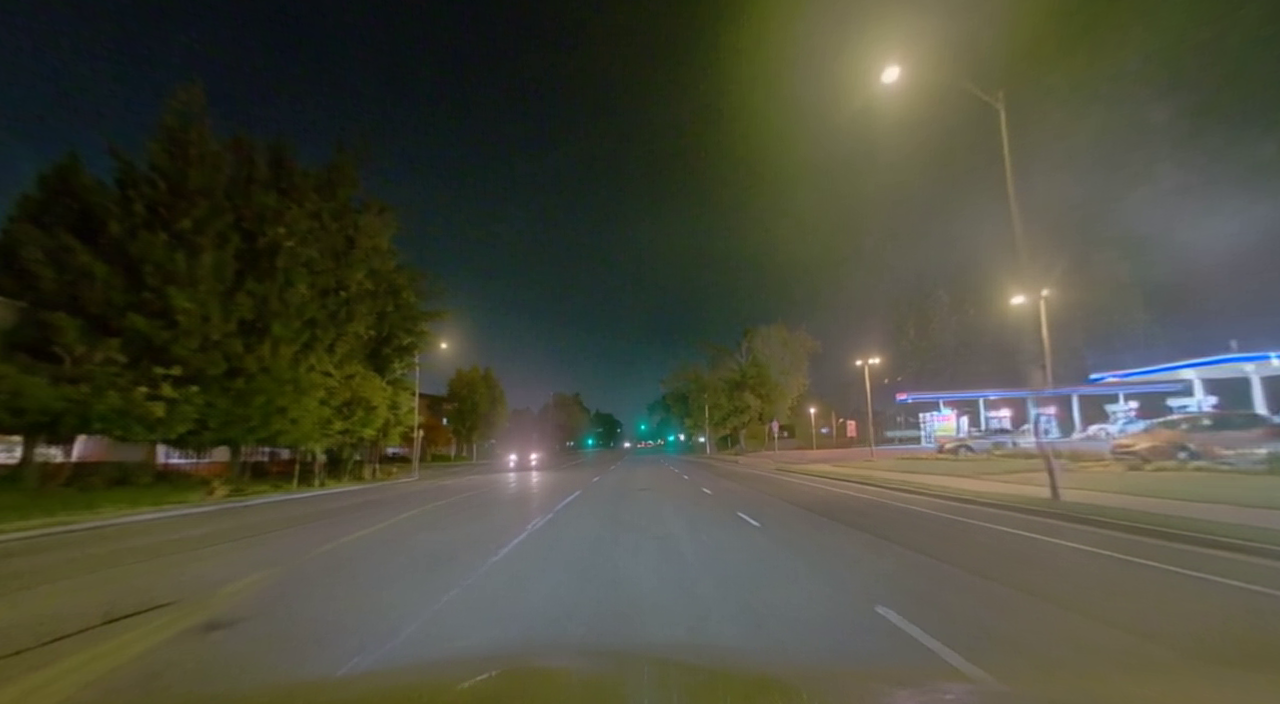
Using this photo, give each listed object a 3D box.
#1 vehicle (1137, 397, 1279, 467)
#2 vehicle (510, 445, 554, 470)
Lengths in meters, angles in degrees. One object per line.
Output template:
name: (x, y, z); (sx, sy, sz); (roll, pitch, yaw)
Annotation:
vehicle: (16.620, 2.163, 17.087); (4.594, 1.751, 2.071); (0, -8, -2)
vehicle: (-7.108, 6.967, 41.964); (2.079, 1.489, 4.515); (0, -8, 1)
